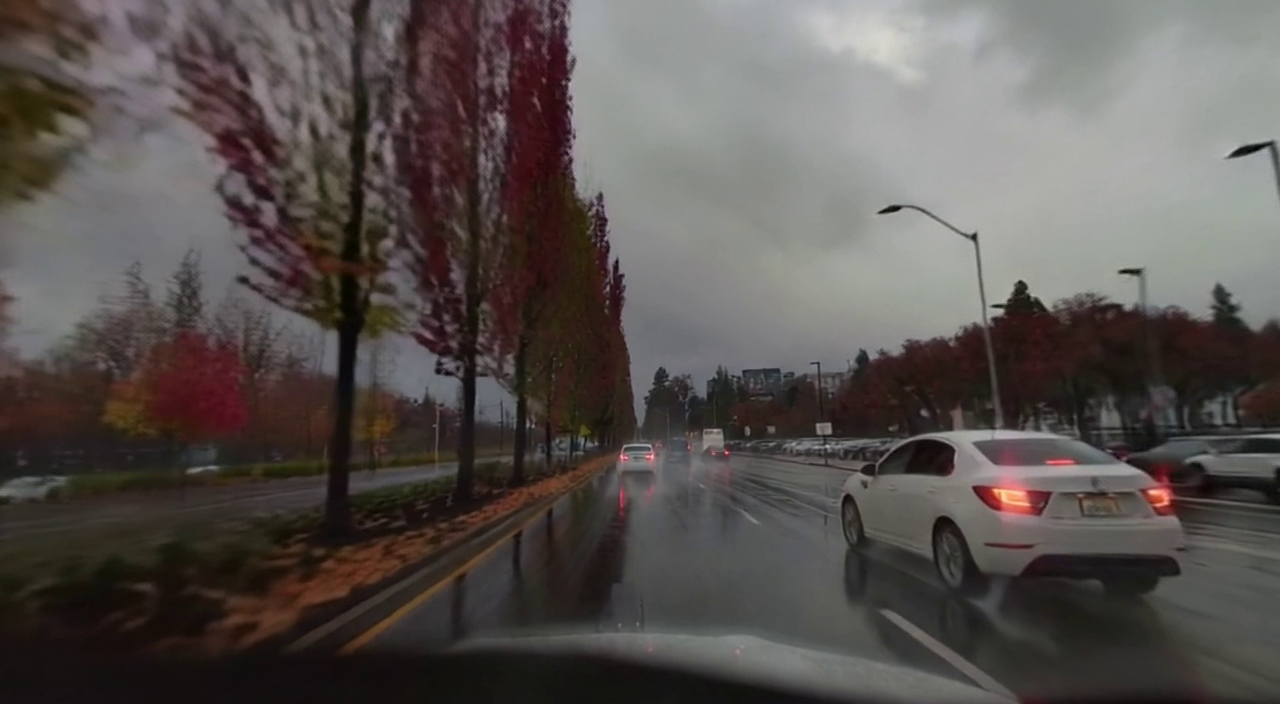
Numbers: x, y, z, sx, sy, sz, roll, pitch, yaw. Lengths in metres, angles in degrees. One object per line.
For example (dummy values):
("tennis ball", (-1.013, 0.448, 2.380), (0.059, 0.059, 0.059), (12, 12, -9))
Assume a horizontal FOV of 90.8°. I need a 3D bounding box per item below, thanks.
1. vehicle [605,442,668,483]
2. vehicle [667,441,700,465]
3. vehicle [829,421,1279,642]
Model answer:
("vehicle", (-0.182, 4.339, 25.236), (2.289, 1.471, 4.477), (0, -8, -1))
("vehicle", (3.310, 7.761, 48.827), (2.188, 1.760, 4.297), (0, -8, -1))
("vehicle", (3.712, 1.547, 6.528), (2.094, 1.480, 4.323), (0, -9, -1))
